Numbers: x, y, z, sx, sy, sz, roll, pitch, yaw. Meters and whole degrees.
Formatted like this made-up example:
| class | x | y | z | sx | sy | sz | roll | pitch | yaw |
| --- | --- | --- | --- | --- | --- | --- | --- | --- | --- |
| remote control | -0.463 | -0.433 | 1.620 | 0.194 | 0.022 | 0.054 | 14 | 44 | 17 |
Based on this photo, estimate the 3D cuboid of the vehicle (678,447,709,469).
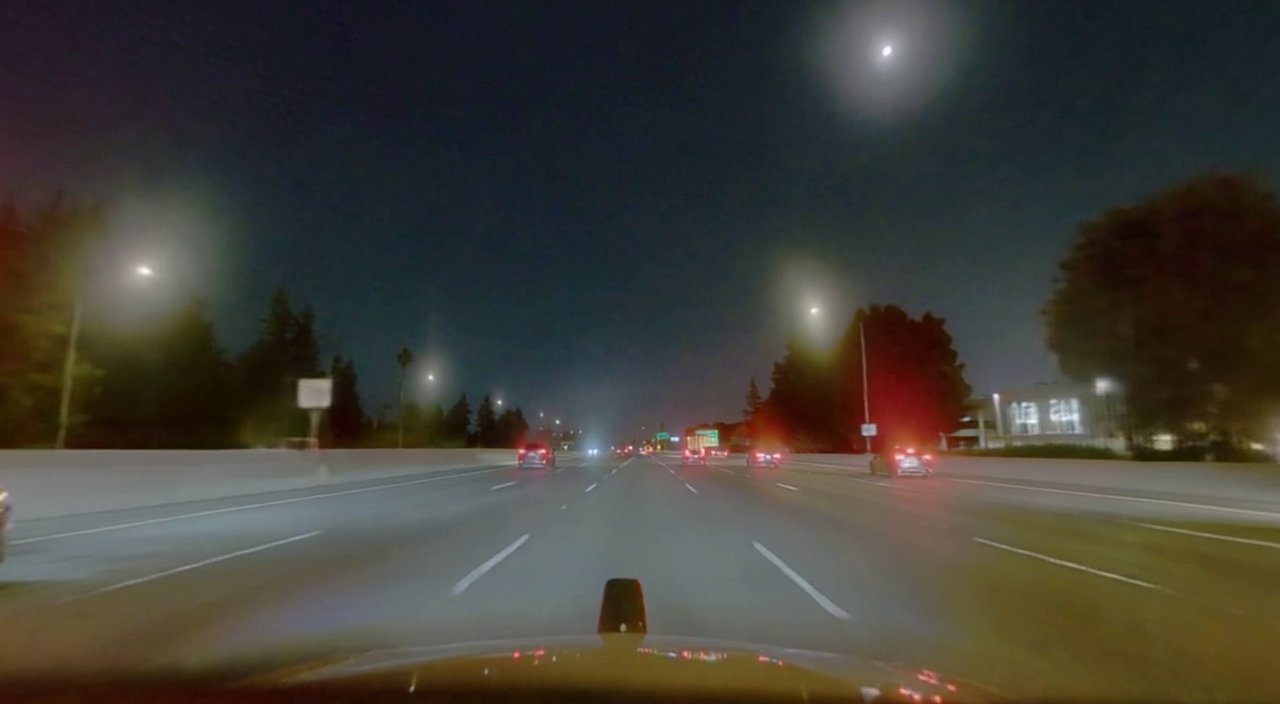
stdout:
| class | x | y | z | sx | sy | sz | roll | pitch | yaw |
| --- | --- | --- | --- | --- | --- | --- | --- | --- | --- |
| vehicle | 3.812 | 7.606 | 45.239 | 1.950 | 1.453 | 3.378 | 0 | -9 | 0 |

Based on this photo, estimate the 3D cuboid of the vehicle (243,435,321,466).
| class | x | y | z | sx | sy | sz | roll | pitch | yaw |
| --- | --- | --- | --- | --- | --- | --- | --- | --- | --- |
| vehicle | -21.164 | 5.849 | 37.357 | 1.985 | 1.683 | 4.297 | 0 | -9 | 1 |

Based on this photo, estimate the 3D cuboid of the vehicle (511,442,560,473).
| class | x | y | z | sx | sy | sz | roll | pitch | yaw |
| --- | --- | --- | --- | --- | --- | --- | --- | --- | --- |
| vehicle | -6.228 | 6.320 | 37.961 | 2.091 | 1.746 | 4.437 | 0 | -9 | 1 |
